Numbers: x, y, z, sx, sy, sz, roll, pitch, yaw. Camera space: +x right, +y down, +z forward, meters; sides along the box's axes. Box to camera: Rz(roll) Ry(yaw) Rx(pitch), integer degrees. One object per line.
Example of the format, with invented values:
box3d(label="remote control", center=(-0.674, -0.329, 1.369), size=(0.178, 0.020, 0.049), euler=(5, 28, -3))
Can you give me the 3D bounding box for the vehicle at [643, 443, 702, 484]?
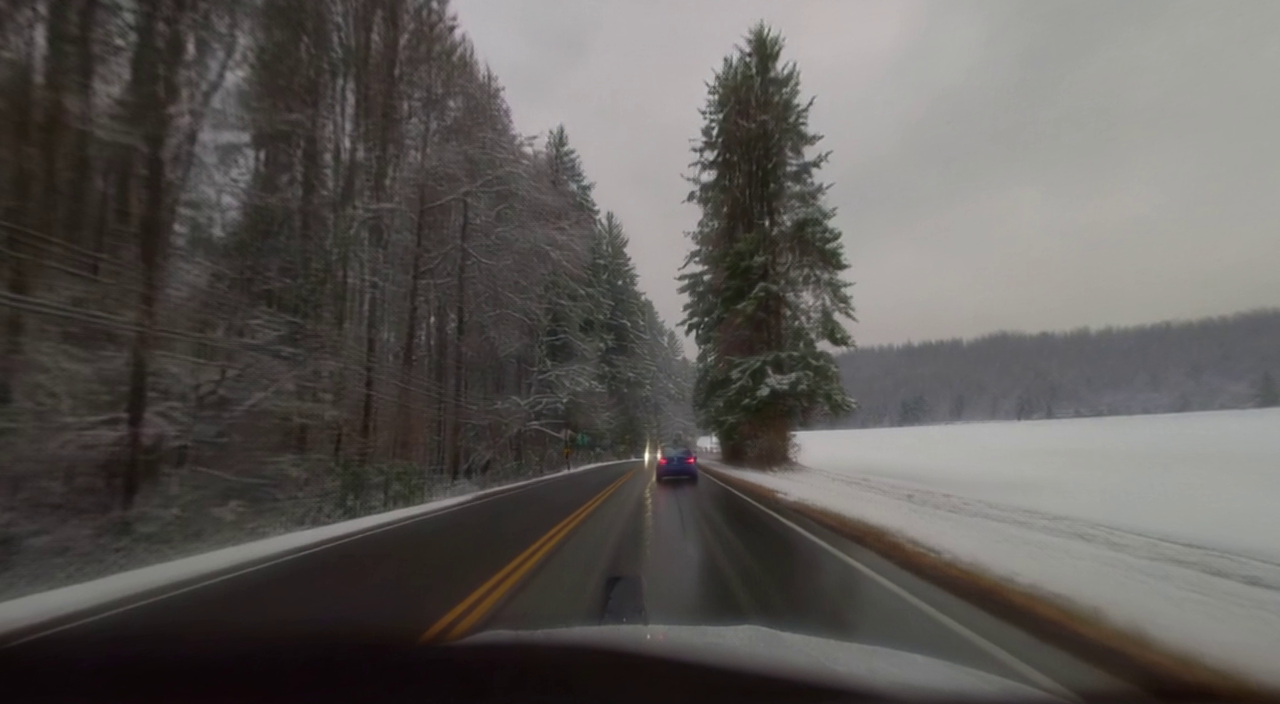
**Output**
box3d(label="vehicle", center=(1.320, 4.657, 26.671), size=(2.274, 1.583, 4.349), euler=(0, -8, 2))
